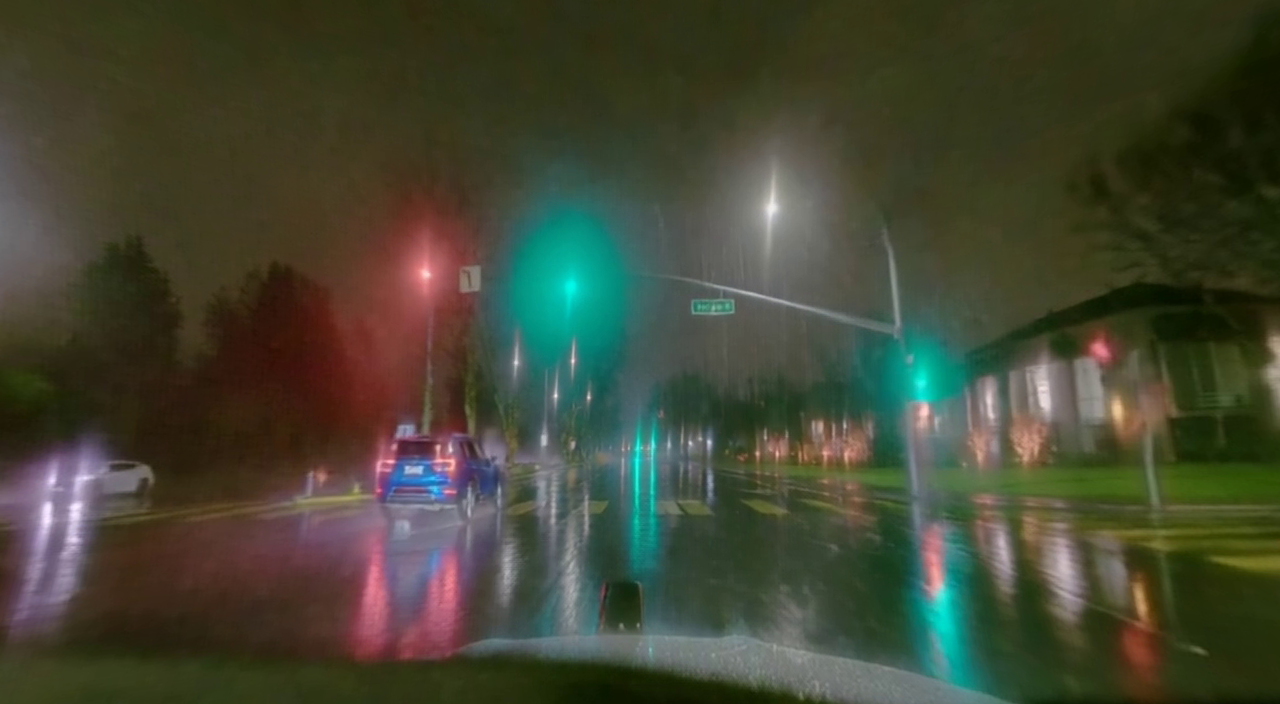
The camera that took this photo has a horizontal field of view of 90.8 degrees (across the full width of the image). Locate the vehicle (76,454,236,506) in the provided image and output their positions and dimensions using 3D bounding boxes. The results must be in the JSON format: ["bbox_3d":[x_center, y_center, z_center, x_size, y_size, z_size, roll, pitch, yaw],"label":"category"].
[{"bbox_3d":[-16.606,4.386,22.071,1.941,1.495,4.713,0,-8,-1],"label":"vehicle"}]

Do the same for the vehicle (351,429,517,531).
[{"bbox_3d":[-3.993,2.531,13.153,1.993,1.733,4.262,0,-8,0],"label":"vehicle"}]
